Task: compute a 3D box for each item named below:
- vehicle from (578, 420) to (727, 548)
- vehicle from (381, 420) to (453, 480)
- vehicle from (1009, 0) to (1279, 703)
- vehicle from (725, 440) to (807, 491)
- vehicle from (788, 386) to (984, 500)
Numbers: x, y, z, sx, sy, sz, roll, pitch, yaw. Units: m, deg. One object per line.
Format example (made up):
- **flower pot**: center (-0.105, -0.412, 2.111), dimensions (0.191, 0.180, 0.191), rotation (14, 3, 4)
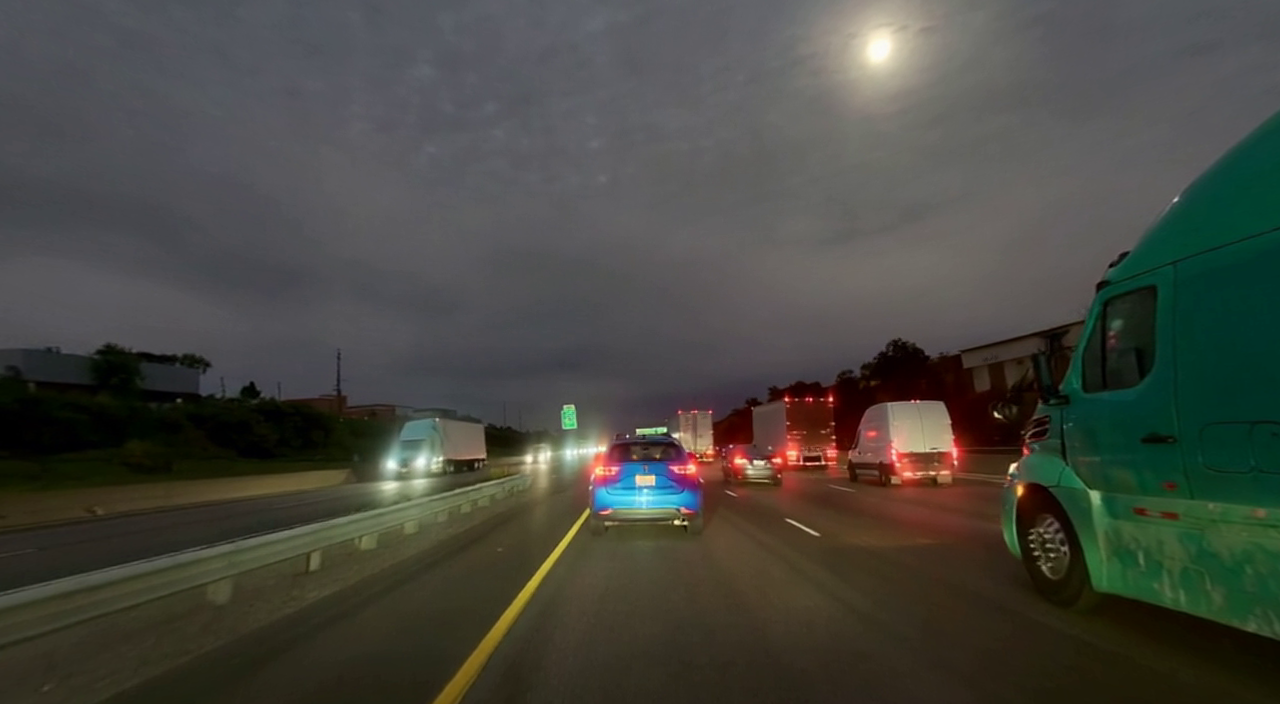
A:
- **vehicle**: center (0.189, 2.013, 10.081), dimensions (1.965, 1.664, 3.428), rotation (-1, -9, 1)
- **vehicle**: center (-15.999, 7.064, 45.440), dimensions (3.025, 3.994, 5.884), rotation (0, -9, -1)
- **vehicle**: center (4.256, -0.218, 1.448), dimensions (2.987, 3.877, 5.881), rotation (0, -9, 0)
- **vehicle**: center (4.101, 3.748, 21.017), dimensions (1.859, 1.512, 3.711), rotation (0, -9, -1)
- **vehicle**: center (8.211, 3.370, 23.080), dimensions (2.799, 3.188, 10.578), rotation (0, -9, -1)
